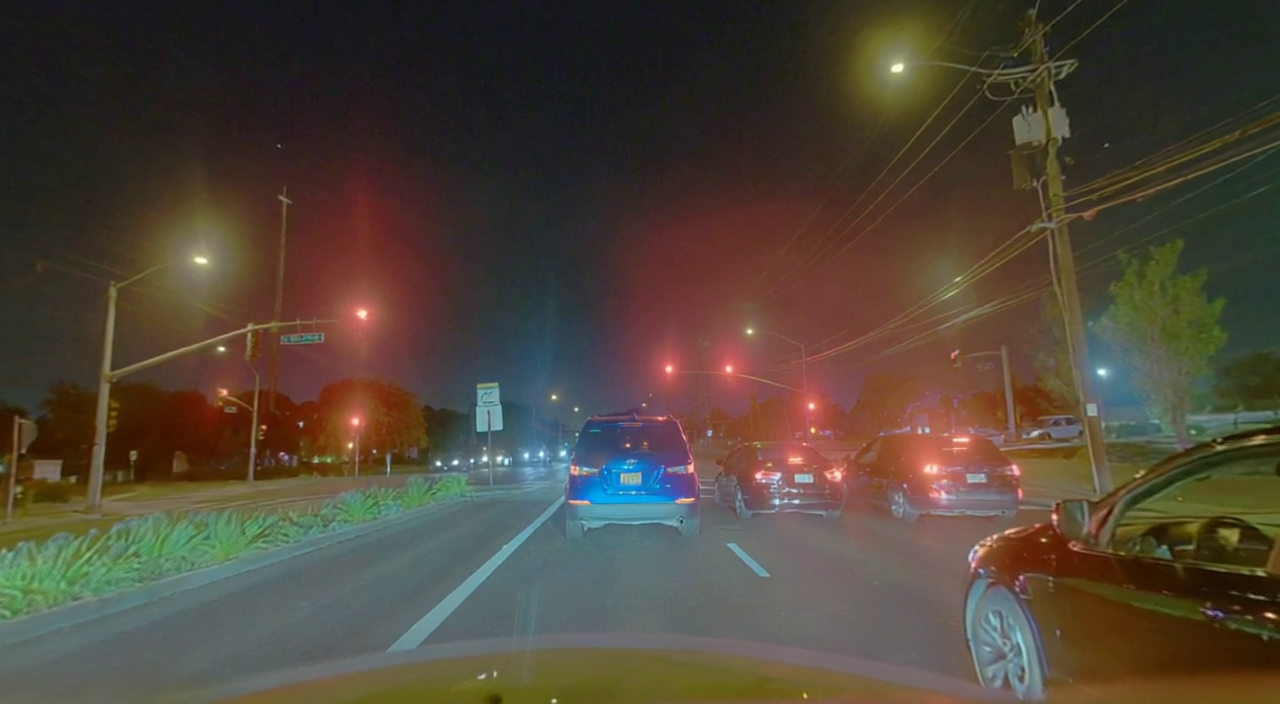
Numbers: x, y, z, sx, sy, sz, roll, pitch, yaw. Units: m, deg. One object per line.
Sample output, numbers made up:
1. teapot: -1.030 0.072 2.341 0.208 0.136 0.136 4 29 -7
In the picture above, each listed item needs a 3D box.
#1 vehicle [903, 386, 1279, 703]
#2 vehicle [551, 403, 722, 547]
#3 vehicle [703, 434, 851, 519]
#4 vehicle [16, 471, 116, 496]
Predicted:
1. vehicle: 2.730 0.853 1.887 2.004 1.460 4.297 0 -9 0
2. vehicle: -0.121 1.973 10.774 2.236 1.856 4.816 0 -9 -2
3. vehicle: 2.656 2.541 13.444 2.025 1.477 4.333 0 -9 -2
4. vehicle: -38.344 8.786 42.315 4.569 1.505 1.992 0 -9 -5
